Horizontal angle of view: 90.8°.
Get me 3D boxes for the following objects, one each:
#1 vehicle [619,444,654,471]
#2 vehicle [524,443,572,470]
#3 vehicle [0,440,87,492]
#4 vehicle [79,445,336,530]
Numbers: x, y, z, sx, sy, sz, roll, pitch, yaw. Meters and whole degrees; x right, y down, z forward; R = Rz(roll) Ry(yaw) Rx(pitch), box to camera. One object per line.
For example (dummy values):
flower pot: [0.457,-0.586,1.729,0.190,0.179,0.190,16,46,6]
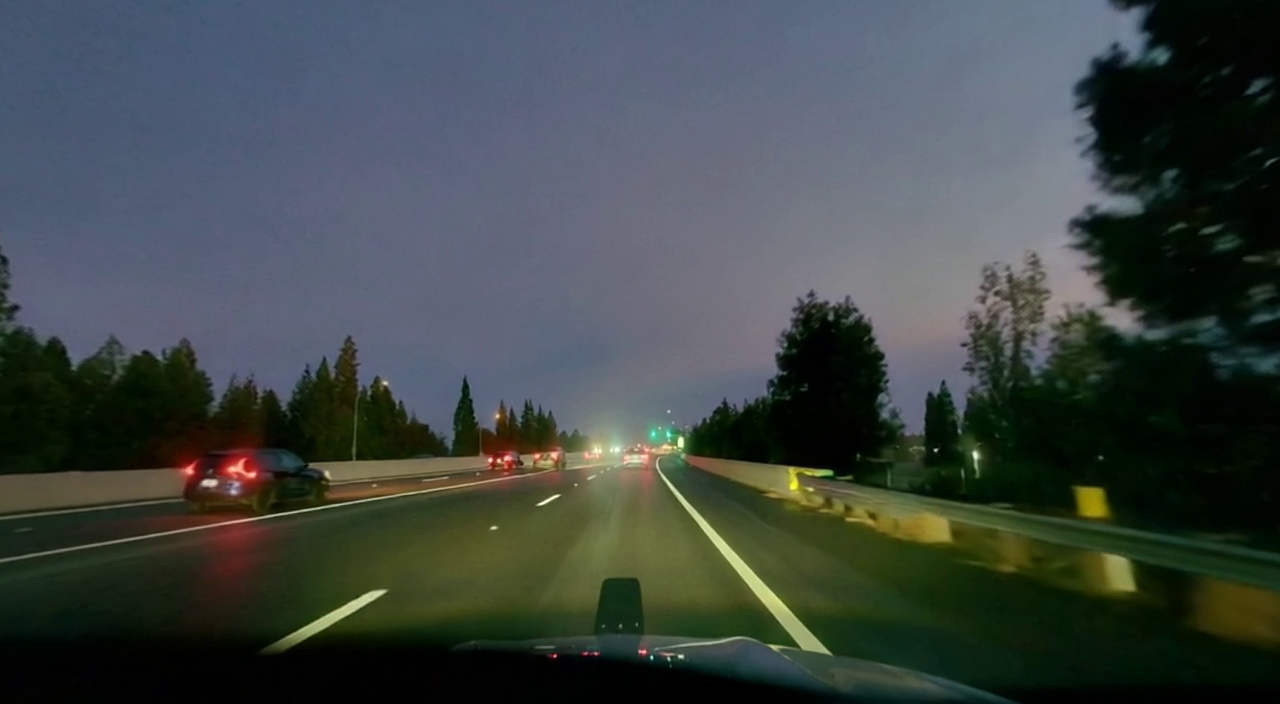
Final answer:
vehicle: [-0.180,7.031,42.391,2.179,1.742,4.396,-1,-8,1]
vehicle: [-7.086,8.108,49.344,2.397,1.911,5.596,-1,-8,5]
vehicle: [-33.308,6.000,33.442,2.542,2.590,5.629,-1,-8,5]
vehicle: [-9.382,2.919,14.413,2.102,1.562,4.884,-1,-8,5]
